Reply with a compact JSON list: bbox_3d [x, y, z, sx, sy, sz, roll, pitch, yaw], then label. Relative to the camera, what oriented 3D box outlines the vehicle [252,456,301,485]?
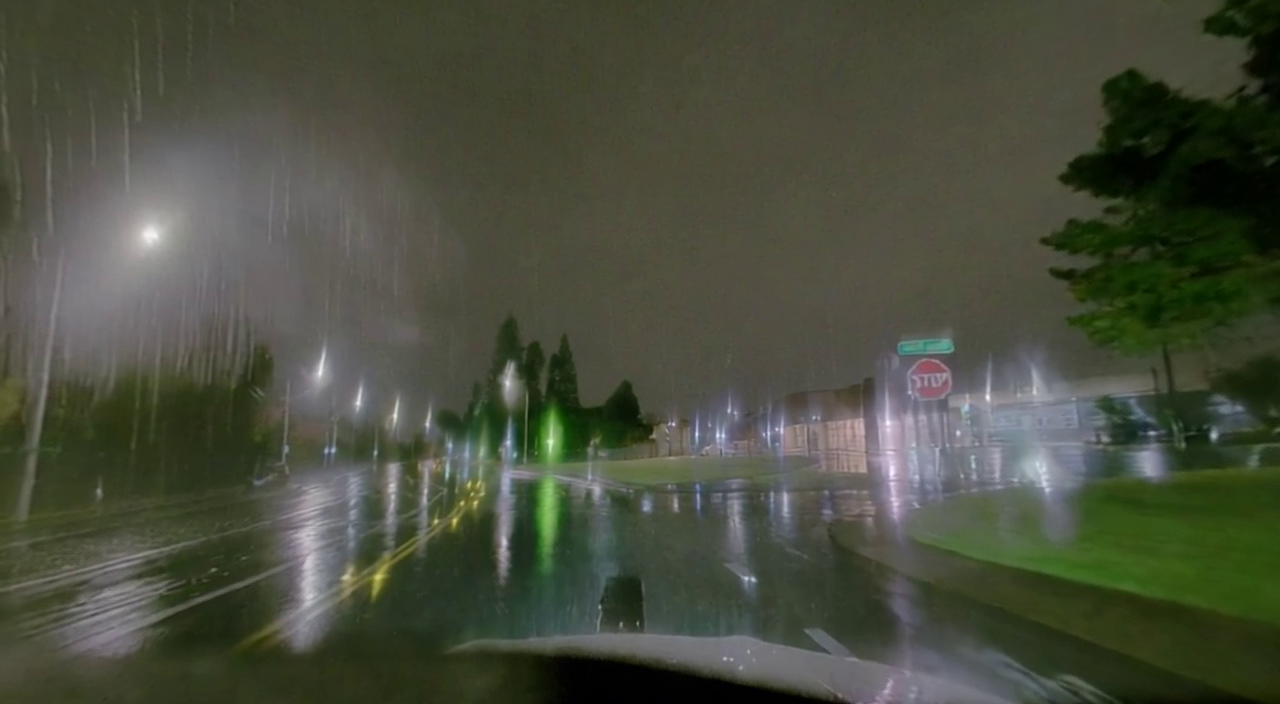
[{"bbox_3d":[-23.504,7.718,40.847,1.952,1.632,4.200,1,-11,-19],"label":"vehicle"}]
